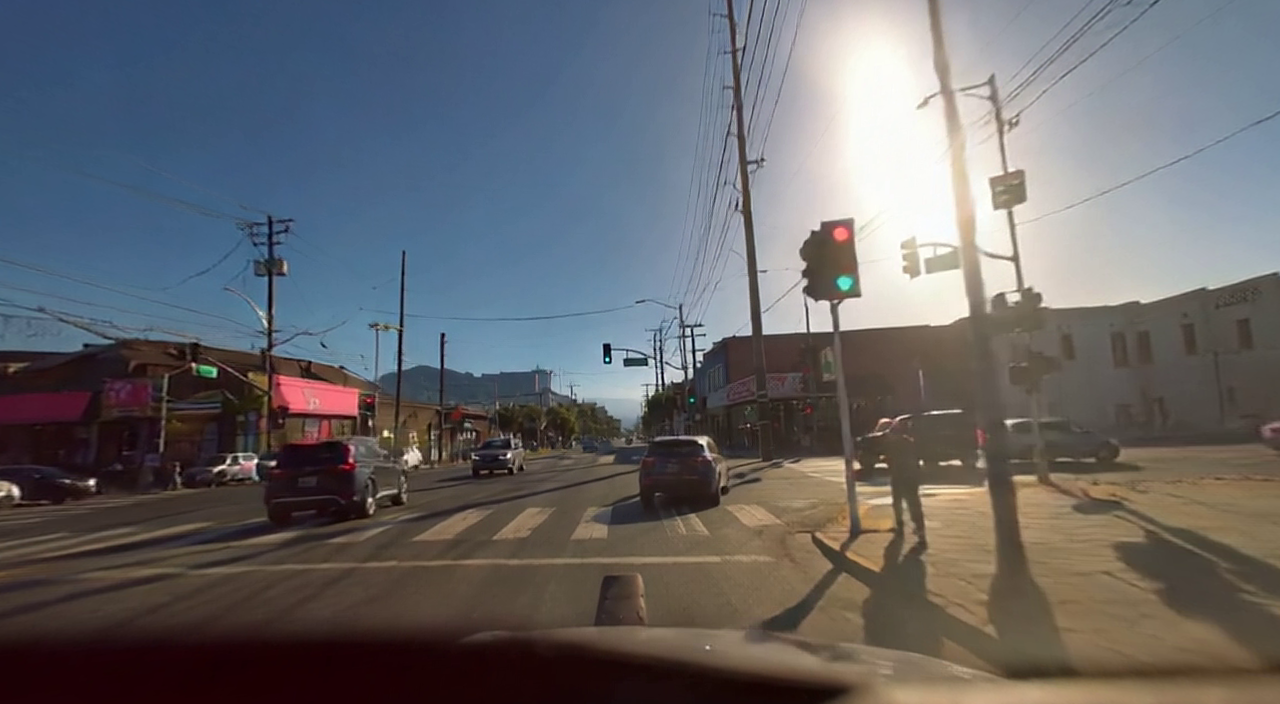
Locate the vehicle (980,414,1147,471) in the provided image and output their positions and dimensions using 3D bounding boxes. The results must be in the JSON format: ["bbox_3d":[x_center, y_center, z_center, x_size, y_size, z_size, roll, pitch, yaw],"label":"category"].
[{"bbox_3d":[14.716,3.137,22.101,4.478,1.749,2.161,0,-8,-11],"label":"vehicle"}]

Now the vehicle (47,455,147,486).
[{"bbox_3d":[-34.618,7.552,40.349,4.492,1.880,1.879,0,-9,-1],"label":"vehicle"}]

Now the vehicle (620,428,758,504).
[{"bbox_3d":[1.327,2.618,14.962,2.059,1.497,4.260,-3,-9,21],"label":"vehicle"}]

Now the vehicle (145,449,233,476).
[{"bbox_3d":[-34.723,8.509,48.755,5.019,1.956,2.097,0,-9,-1],"label":"vehicle"}]

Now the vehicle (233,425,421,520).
[{"bbox_3d":[-6.556,2.559,13.909,2.063,1.751,4.229,0,-9,-2],"label":"vehicle"}]

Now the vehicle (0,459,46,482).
[{"bbox_3d":[-49.399,9.356,49.429,4.170,1.528,1.687,-5,-6,0],"label":"vehicle"}]

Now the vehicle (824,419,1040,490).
[{"bbox_3d":[7.489,2.607,16.442,4.714,1.686,1.973,1,-7,-9],"label":"vehicle"}]

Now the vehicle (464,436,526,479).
[{"bbox_3d":[-5.609,4.032,24.352,2.097,1.457,4.439,2,-9,-13],"label":"vehicle"}]
